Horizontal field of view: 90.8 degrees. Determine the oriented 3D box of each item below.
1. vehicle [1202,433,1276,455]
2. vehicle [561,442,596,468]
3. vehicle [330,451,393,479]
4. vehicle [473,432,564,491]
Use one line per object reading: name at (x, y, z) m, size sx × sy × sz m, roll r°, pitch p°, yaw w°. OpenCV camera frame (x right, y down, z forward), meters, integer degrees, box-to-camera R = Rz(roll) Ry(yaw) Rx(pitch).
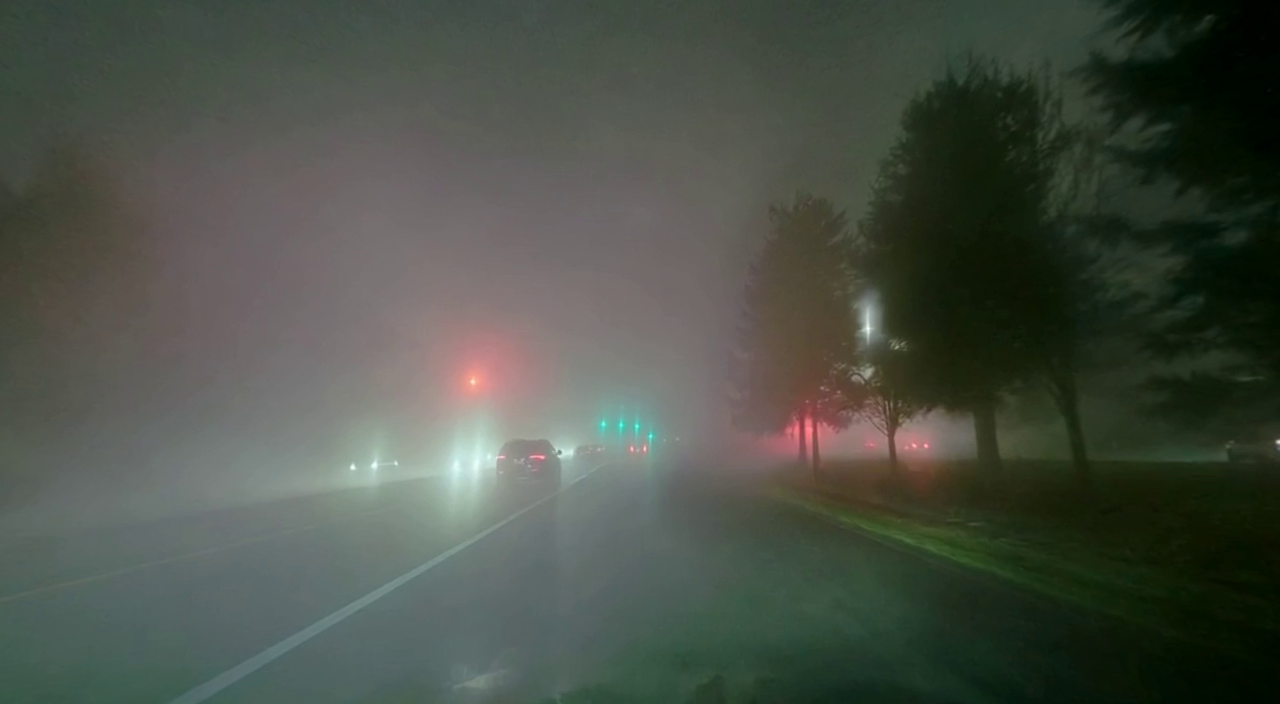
vehicle at (41.548, 6.391, 43.825) m, size 4.006 × 1.508 × 2.079 m, roll 3°, pitch -9°, yaw -21°
vehicle at (-4.222, 7.154, 43.880) m, size 2.041 × 1.698 × 4.094 m, roll 0°, pitch -9°, yaw 0°
vehicle at (-18.061, 7.345, 41.241) m, size 2.107 × 1.676 × 4.481 m, roll 0°, pitch -9°, yaw -1°
vehicle at (-4.013, 3.707, 21.730) m, size 2.189 × 1.807 × 4.467 m, roll 0°, pitch -9°, yaw 1°
